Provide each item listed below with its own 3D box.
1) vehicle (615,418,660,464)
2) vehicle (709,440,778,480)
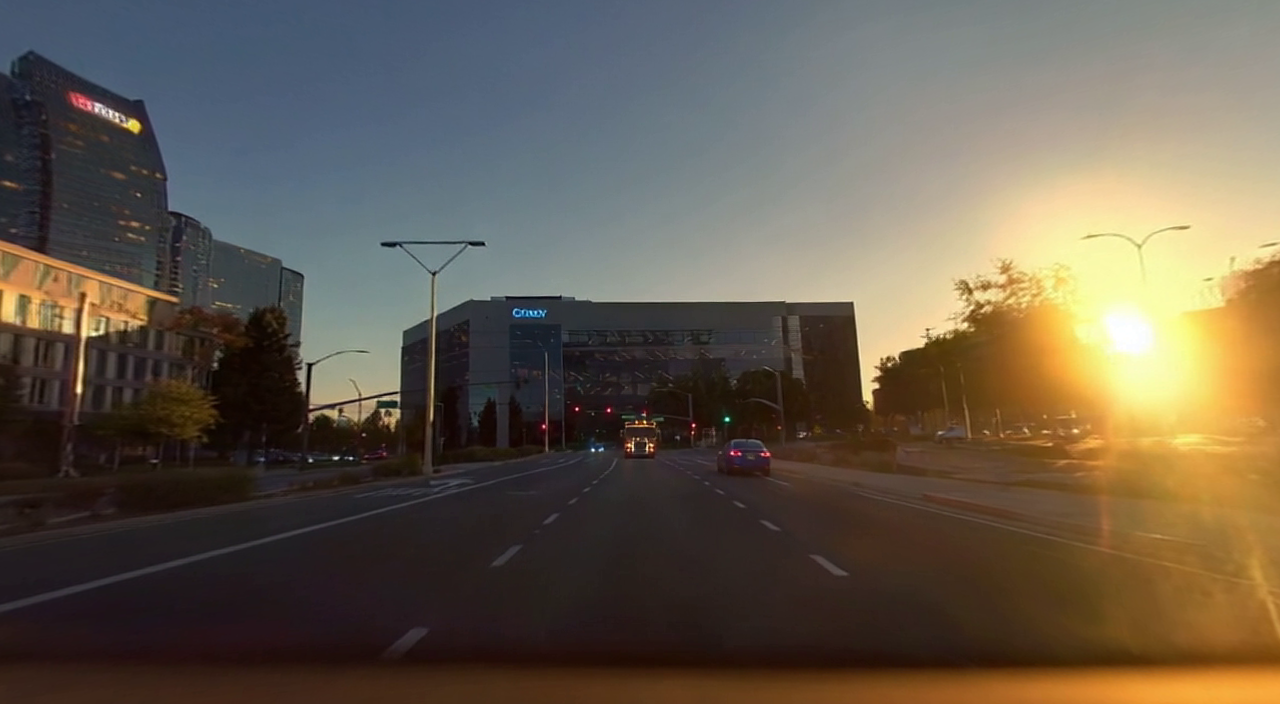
[{"bbox_3d":[-0.134,6.143,43.401,2.833,2.879,6.572,0,-8,0],"label":"vehicle"},{"bbox_3d":[4.122,4.385,25.933,2.005,1.442,4.675,0,-8,-1],"label":"vehicle"}]
